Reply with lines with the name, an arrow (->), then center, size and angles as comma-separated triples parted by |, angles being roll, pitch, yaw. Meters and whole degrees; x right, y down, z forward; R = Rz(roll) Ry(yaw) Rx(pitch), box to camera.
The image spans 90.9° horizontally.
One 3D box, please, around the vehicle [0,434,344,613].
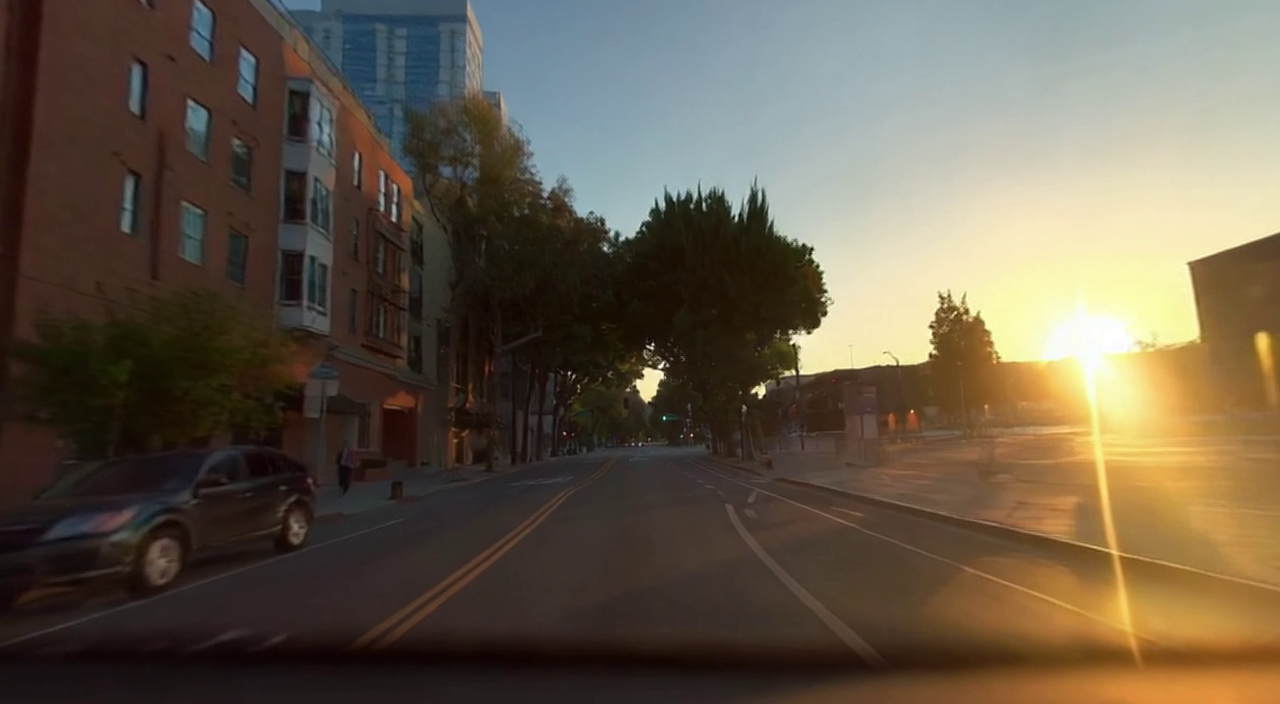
vehicle -> -6.325, 2.009, 8.617 | 2.147, 1.701, 4.879 | 0, -8, 1
